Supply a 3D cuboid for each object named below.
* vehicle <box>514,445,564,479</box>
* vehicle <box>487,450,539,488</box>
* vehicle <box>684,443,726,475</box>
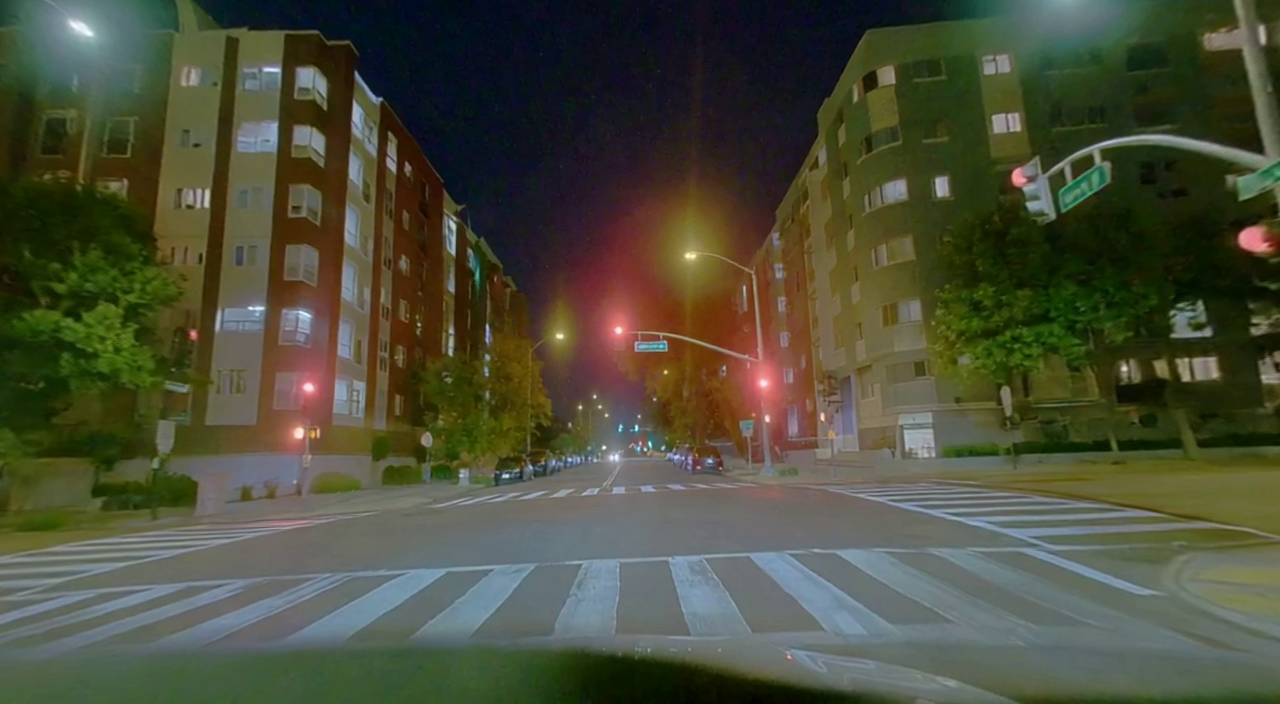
[{"bbox_3d":[-6.454,7.052,40.776,2.175,1.849,4.725,-4,-8,2],"label":"vehicle"},{"bbox_3d":[-6.701,6.184,33.746,1.763,1.612,4.462,-8,-8,-1],"label":"vehicle"},{"bbox_3d":[3.579,5.964,35.553,1.924,1.657,4.665,0,-8,0],"label":"vehicle"}]
